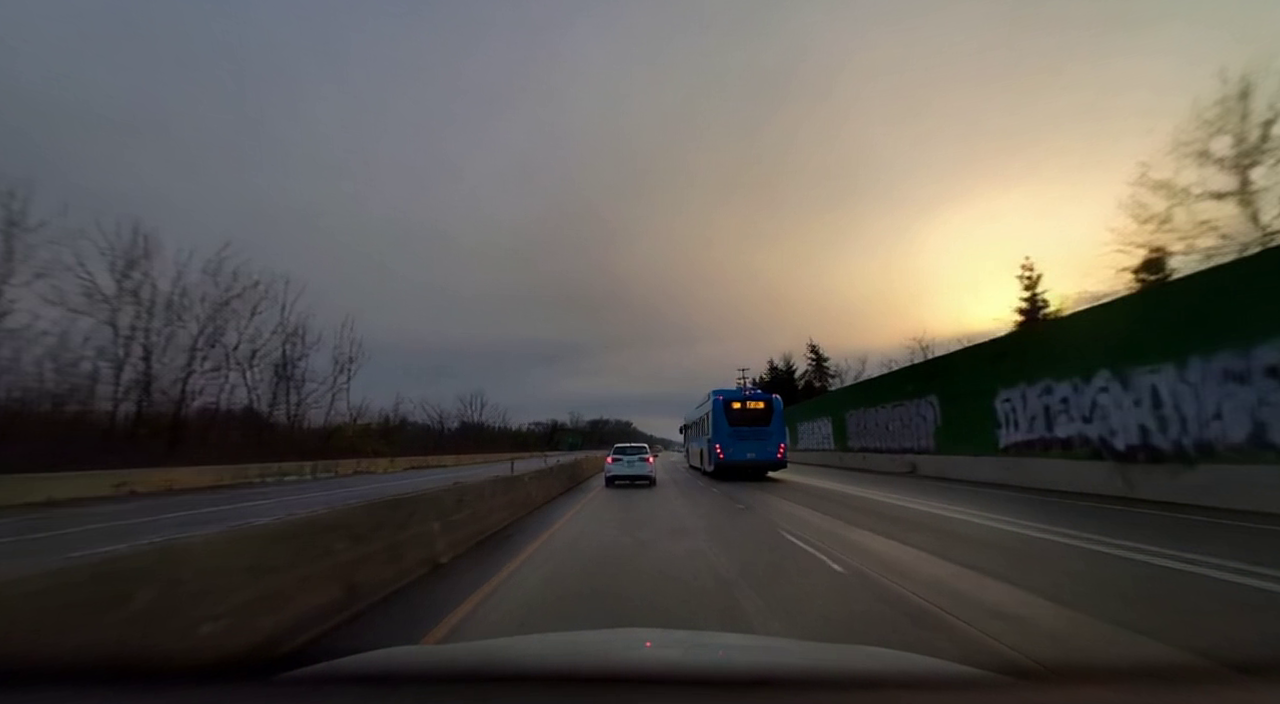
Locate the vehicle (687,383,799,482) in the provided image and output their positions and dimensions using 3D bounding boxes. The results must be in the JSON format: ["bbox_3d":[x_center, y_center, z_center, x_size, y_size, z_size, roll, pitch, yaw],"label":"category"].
[{"bbox_3d":[4.116,3.828,28.531,3.055,3.479,12.521,-1,-9,1],"label":"vehicle"}]

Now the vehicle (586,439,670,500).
[{"bbox_3d":[-0.286,3.369,18.352,2.160,1.532,4.073,-1,-9,1],"label":"vehicle"}]
